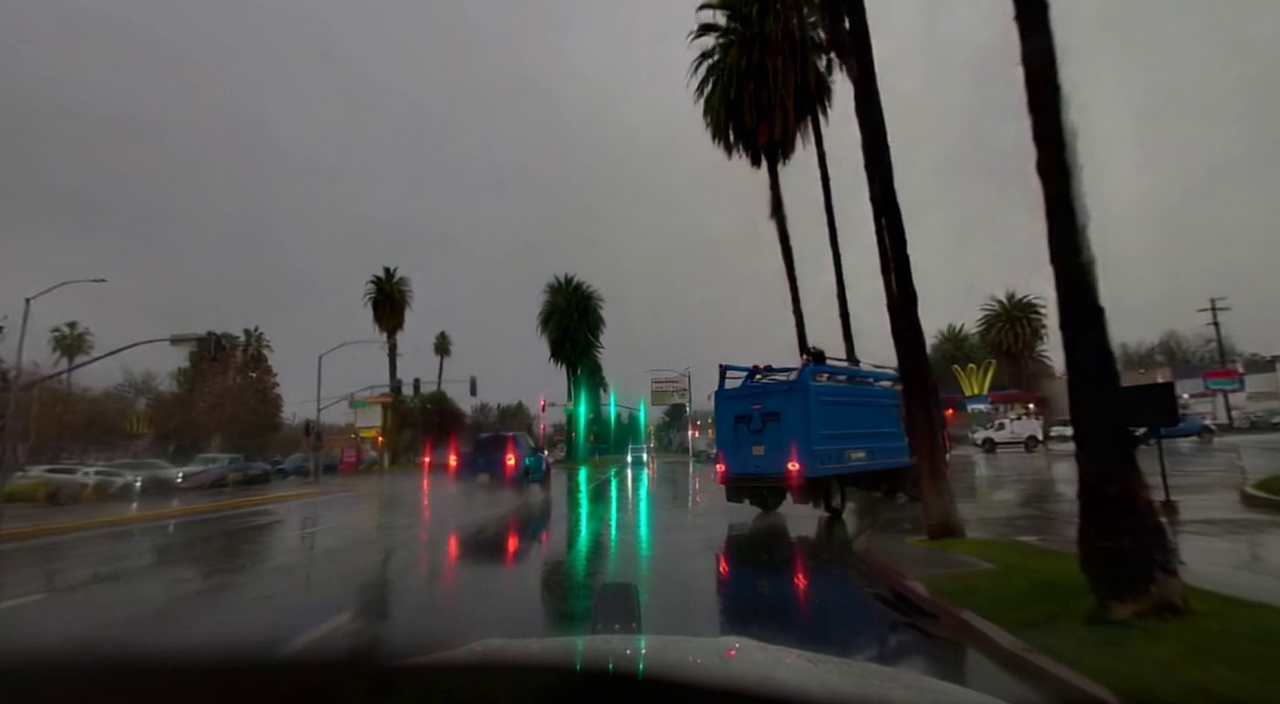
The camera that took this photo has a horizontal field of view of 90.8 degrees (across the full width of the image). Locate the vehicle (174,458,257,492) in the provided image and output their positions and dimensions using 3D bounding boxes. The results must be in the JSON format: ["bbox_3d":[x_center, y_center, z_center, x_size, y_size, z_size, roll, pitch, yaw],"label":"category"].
[{"bbox_3d":[-25.248,7.279,37.608,3.721,1.450,1.824,-7,-7,1],"label":"vehicle"}]

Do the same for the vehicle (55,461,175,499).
[{"bbox_3d":[-27.115,6.624,32.759,4.583,1.556,1.893,-3,-6,0],"label":"vehicle"}]

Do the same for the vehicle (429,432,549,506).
[{"bbox_3d":[-3.960,3.152,17.506,2.102,1.744,4.630,0,-8,1],"label":"vehicle"}]

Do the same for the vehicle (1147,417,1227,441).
[{"bbox_3d":[41.778,5.873,48.328,3.879,1.626,2.382,-3,-7,-1],"label":"vehicle"}]

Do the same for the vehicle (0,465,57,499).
[{"bbox_3d":[-38.937,8.060,38.960,4.136,1.863,1.785,-3,-9,0],"label":"vehicle"}]

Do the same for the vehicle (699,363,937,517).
[{"bbox_3d":[4.384,2.096,15.058,5.938,2.954,2.463,7,-11,-40],"label":"vehicle"}]

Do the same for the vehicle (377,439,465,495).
[{"bbox_3d":[-7.285,3.827,21.477,1.997,1.679,4.263,1,-9,-8],"label":"vehicle"}]
